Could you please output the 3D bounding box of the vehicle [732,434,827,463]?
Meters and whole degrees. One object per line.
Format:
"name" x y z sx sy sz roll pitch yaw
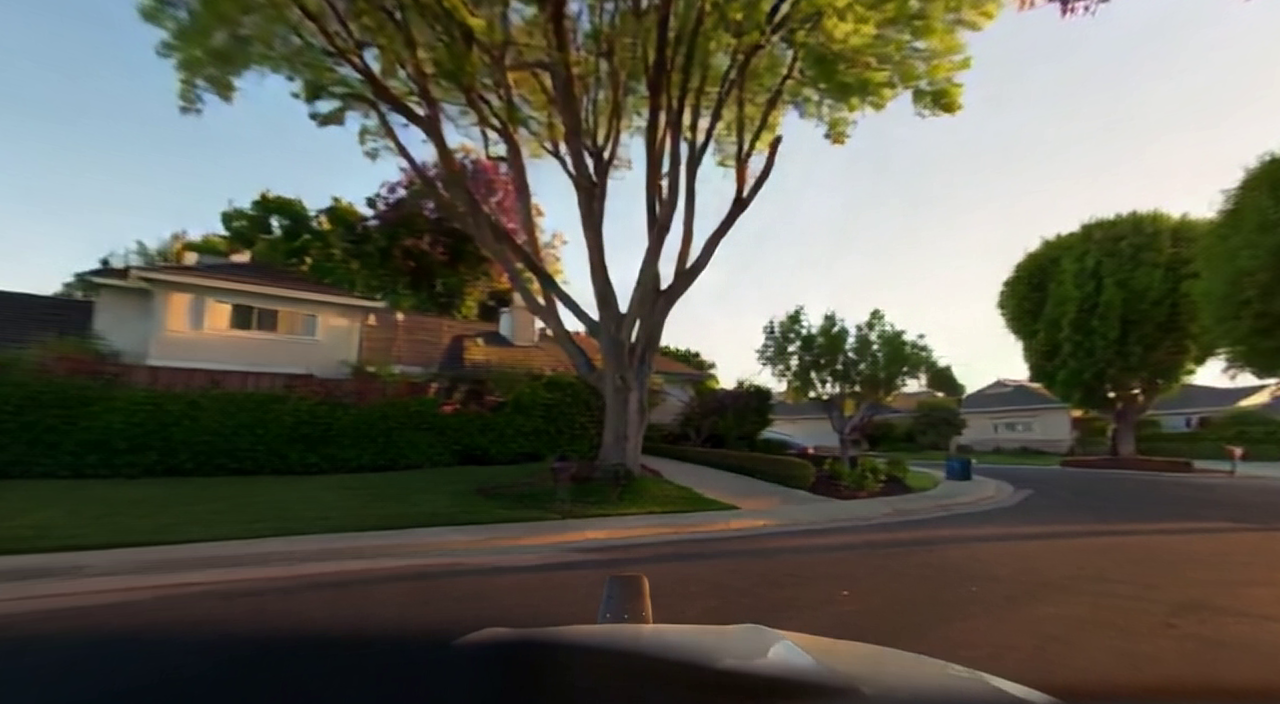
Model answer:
"vehicle" 7.708 5.318 34.757 5.089 1.517 1.791 4 -11 -27
